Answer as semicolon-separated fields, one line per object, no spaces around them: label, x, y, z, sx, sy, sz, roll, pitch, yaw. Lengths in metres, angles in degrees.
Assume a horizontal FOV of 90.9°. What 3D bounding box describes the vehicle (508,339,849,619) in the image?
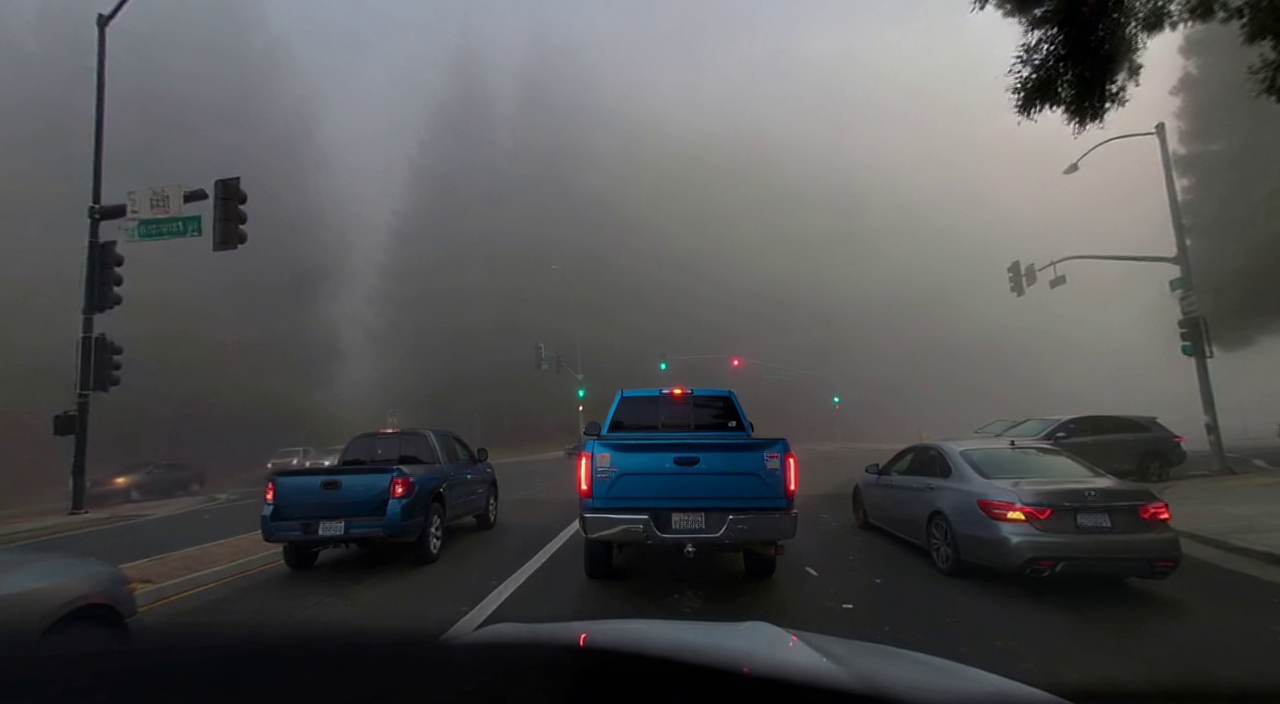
vehicle;0.326;1.277;7.149;2.505;2.084;4.768;0;-8;1

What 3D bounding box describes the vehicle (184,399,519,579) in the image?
vehicle;-3.293;1.685;8.584;2.125;1.739;4.707;0;-8;3

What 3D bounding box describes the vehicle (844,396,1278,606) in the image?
vehicle;4.041;1.494;7.180;1.984;1.659;4.226;0;-8;0

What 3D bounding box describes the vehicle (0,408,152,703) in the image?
vehicle;-3.396;0.707;0.655;1.998;1.481;4.656;0;-8;1
